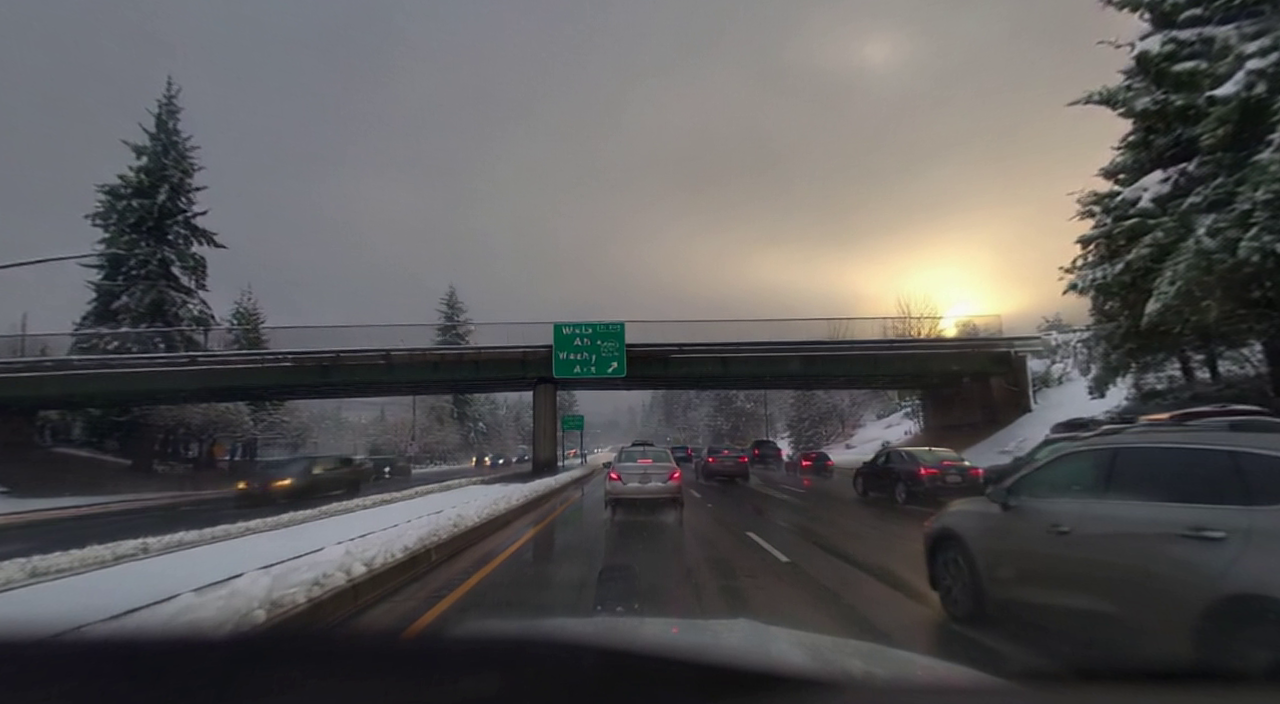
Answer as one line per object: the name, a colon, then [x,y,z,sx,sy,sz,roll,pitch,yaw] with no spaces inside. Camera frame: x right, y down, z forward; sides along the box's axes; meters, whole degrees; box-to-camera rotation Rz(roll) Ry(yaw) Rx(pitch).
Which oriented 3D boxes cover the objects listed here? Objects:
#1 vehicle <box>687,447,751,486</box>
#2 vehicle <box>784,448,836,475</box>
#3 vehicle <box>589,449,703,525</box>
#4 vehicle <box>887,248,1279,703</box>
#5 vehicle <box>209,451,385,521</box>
vehicle: [3.165,4.677,26.186,1.962,1.431,4.205,0,-9,-2]
vehicle: [9.884,6.365,36.972,1.839,1.453,3.992,0,-9,-1]
vehicle: [0.085,2.709,13.229,2.027,1.341,3.775,0,-9,-1]
vehicle: [3.509,0.735,2.482,2.719,2.033,5.876,0,-9,0]
vehicle: [-8.727,3.405,16.705,2.010,1.524,4.705,0,-9,0]
